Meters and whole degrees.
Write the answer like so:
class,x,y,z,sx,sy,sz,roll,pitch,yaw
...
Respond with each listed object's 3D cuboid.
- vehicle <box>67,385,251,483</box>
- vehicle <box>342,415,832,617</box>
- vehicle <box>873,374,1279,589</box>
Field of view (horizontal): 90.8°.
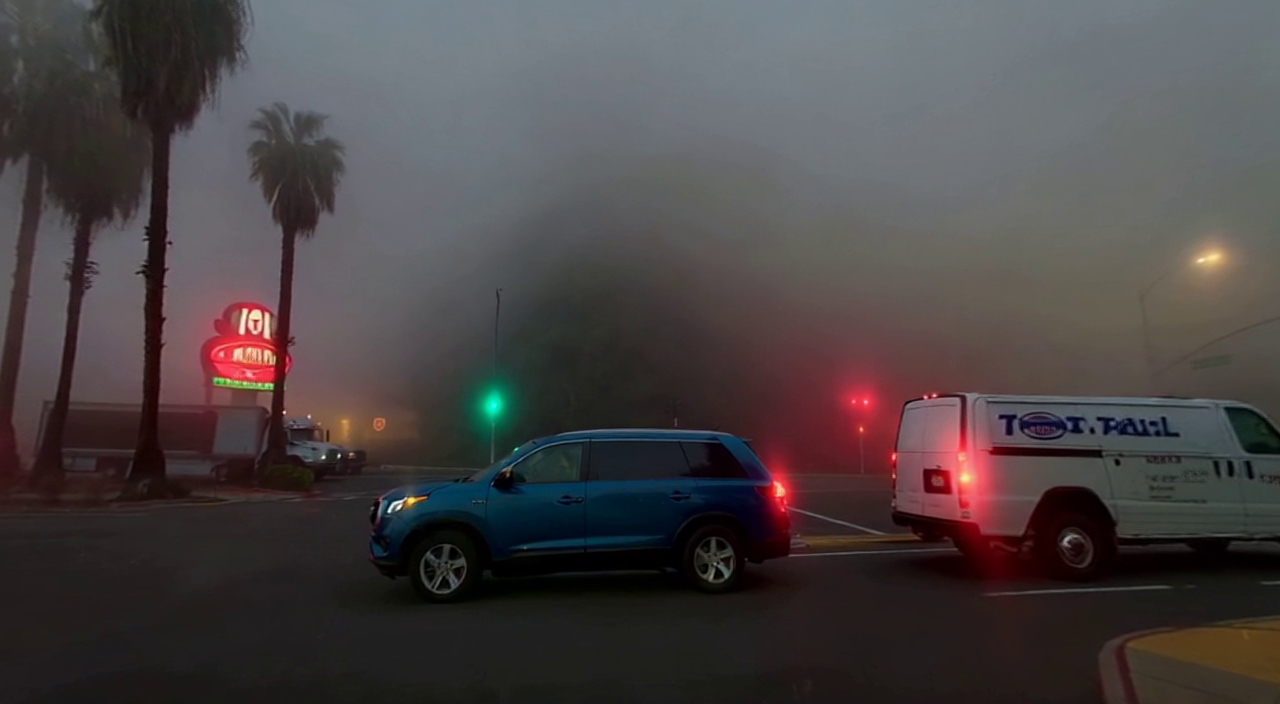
class,x,y,z,sx,sy,sz,roll,pitch,yaw
vehicle,-21.835,3.881,29.462,3.034,3.929,7.699,1,-9,-7
vehicle,-0.521,1.641,6.962,4.493,1.728,2.137,2,-9,-9
vehicle,6.570,1.564,8.161,6.246,2.202,2.277,1,-9,-8
